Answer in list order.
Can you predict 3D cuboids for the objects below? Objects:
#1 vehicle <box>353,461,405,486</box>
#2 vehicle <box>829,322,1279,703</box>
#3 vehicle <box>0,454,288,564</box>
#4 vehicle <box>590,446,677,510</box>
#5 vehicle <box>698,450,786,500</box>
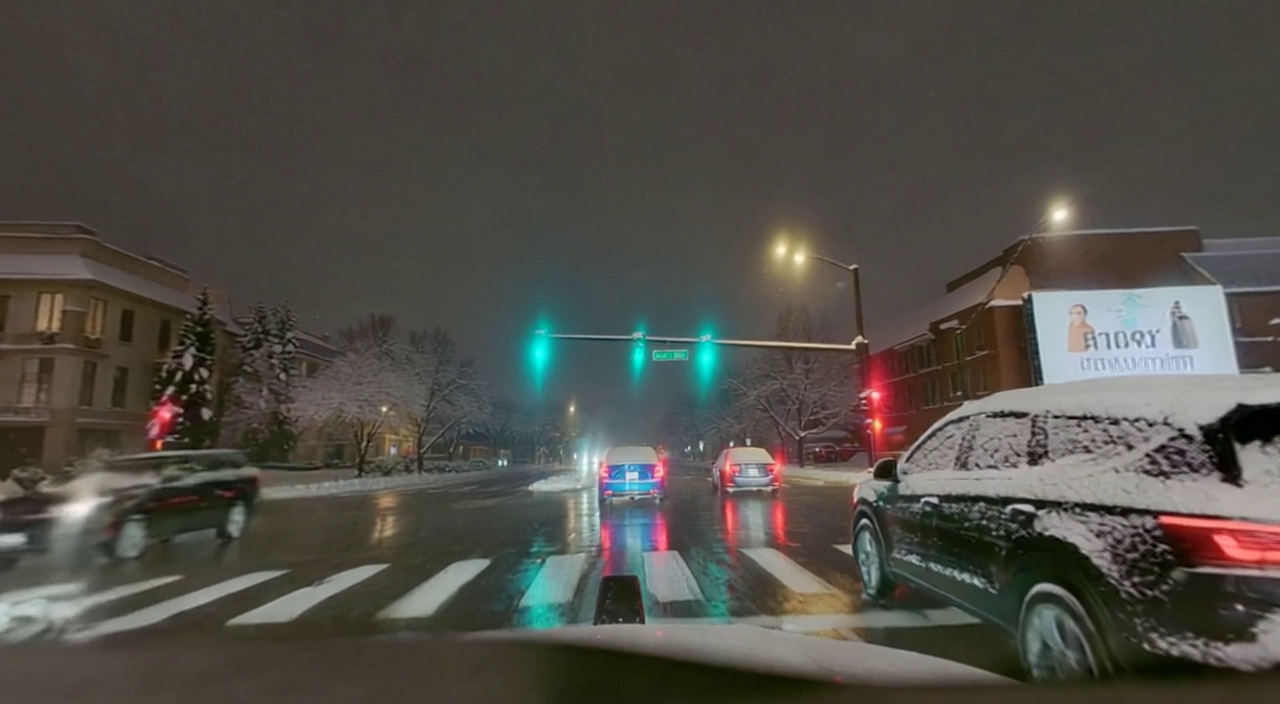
[{"bbox_3d":[-19.206,8.973,46.741,1.942,1.628,4.721,0,-9,-1],"label":"vehicle"},{"bbox_3d":[2.982,1.102,4.172,2.047,1.785,4.357,0,-9,-1],"label":"vehicle"},{"bbox_3d":[-8.672,2.642,11.476,1.879,1.510,4.619,0,-9,0],"label":"vehicle"},{"bbox_3d":[-0.206,3.353,17.303,2.095,1.502,3.873,0,-9,-2],"label":"vehicle"},{"bbox_3d":[3.173,3.913,20.600,2.009,1.414,4.416,0,-9,-2],"label":"vehicle"}]
